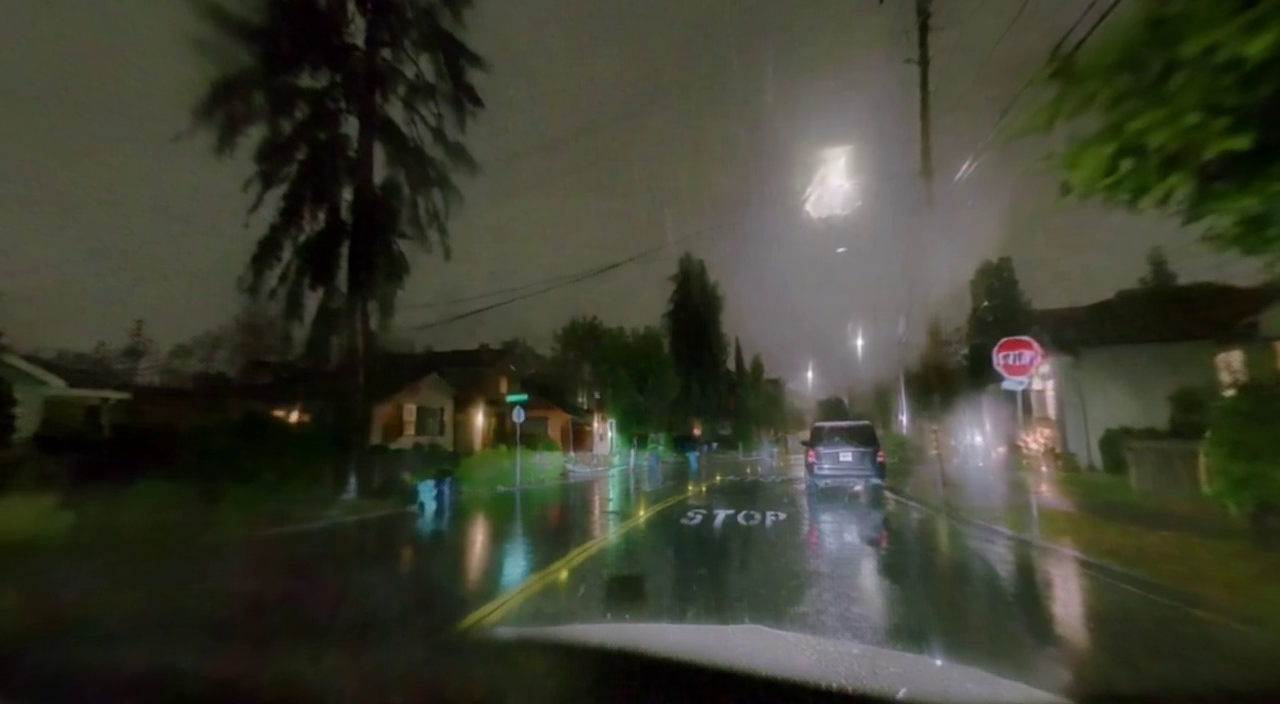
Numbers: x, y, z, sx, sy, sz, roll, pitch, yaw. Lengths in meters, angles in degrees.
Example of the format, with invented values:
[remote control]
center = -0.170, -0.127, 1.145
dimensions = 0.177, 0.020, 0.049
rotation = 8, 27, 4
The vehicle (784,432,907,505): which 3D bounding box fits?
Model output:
[vehicle]
center = 5.421, 3.044, 17.044
dimensions = 2.692, 1.649, 4.689
rotation = -2, -9, 15
